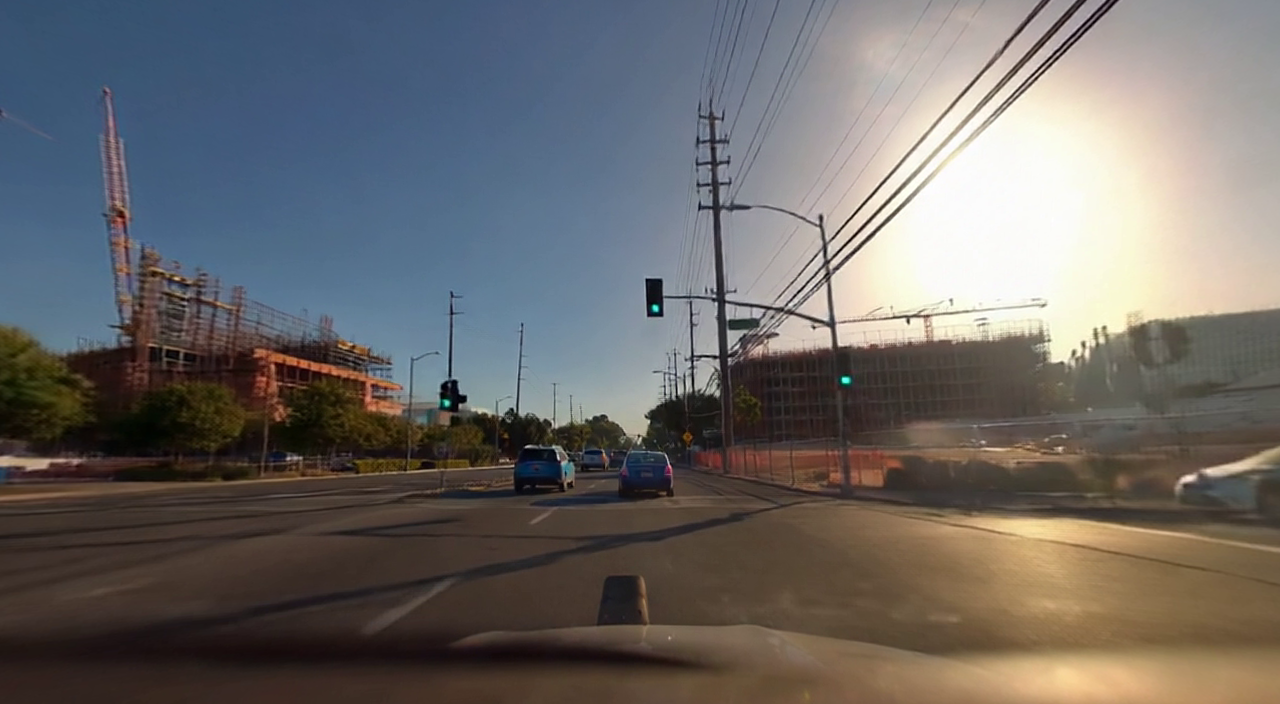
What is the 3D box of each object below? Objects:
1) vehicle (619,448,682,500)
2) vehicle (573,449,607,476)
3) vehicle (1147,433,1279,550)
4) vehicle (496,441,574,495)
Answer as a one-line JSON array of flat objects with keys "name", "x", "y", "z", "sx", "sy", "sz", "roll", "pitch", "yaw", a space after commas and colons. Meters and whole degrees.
[{"name": "vehicle", "x": 0.349, "y": 4.348, "z": 22.767, "sx": 2.059, "sy": 1.691, "sz": 3.980, "roll": 0, "pitch": -9, "yaw": 0}, {"name": "vehicle", "x": -3.473, "y": 7.711, "z": 44.113, "sx": 1.910, "sy": 1.713, "sz": 4.786, "roll": -1, "pitch": -9, "yaw": 1}, {"name": "vehicle", "x": 12.045, "y": 2.241, "z": 10.729, "sx": 4.551, "sy": 1.759, "sz": 2.320, "roll": -3, "pitch": -9, "yaw": 5}, {"name": "vehicle", "x": -3.784, "y": 4.257, "z": 23.418, "sx": 2.078, "sy": 1.804, "sz": 4.387, "roll": -1, "pitch": -9, "yaw": 1}]
